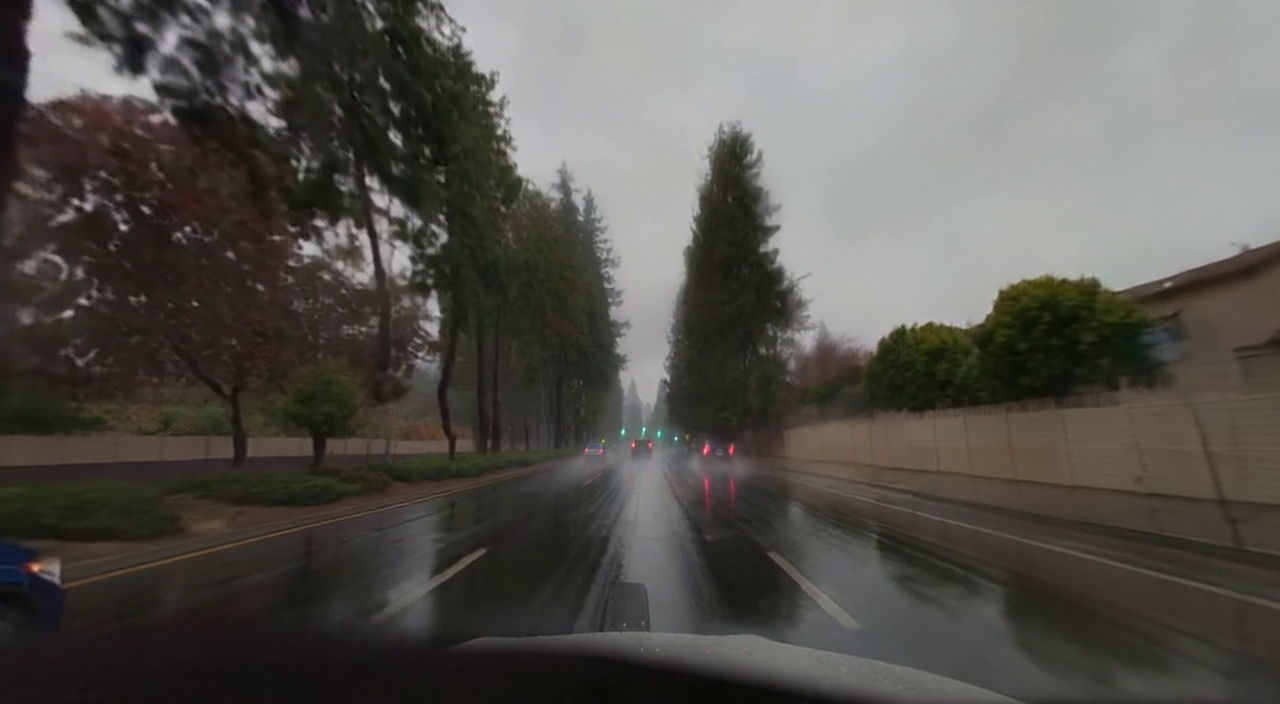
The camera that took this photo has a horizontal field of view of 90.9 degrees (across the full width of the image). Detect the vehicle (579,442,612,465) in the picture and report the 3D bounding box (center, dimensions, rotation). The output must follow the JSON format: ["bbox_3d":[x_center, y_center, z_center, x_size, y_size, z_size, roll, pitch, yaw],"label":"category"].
[{"bbox_3d":[-2.998,6.912,43.228,1.940,1.473,4.133,0,-8,1],"label":"vehicle"}]

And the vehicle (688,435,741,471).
[{"bbox_3d":[3.804,5.235,32.819,2.182,1.688,4.187,0,-8,-1],"label":"vehicle"}]
